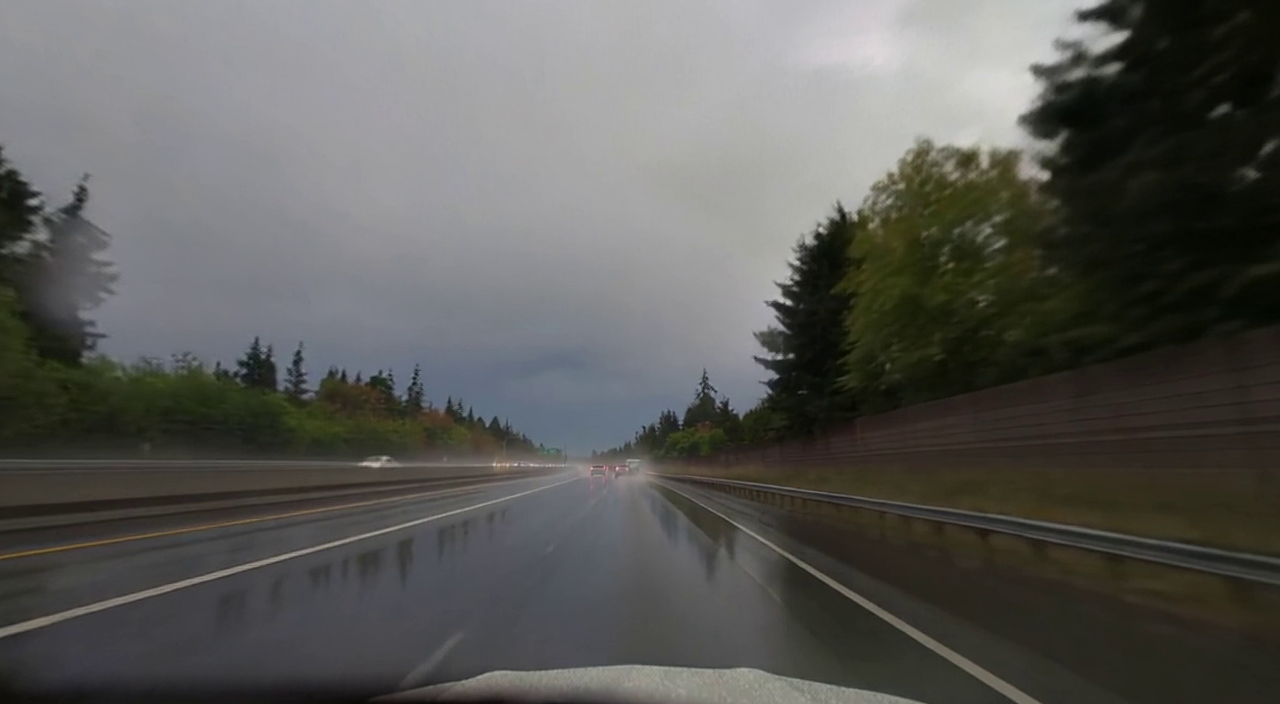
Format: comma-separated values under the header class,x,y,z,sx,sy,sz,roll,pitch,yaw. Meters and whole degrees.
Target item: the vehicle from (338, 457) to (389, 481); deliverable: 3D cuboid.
class,x,y,z,sx,sy,sz,roll,pitch,yaw
vehicle,-17.396,7.386,39.793,1.653,1.448,3.549,1,-10,-1
